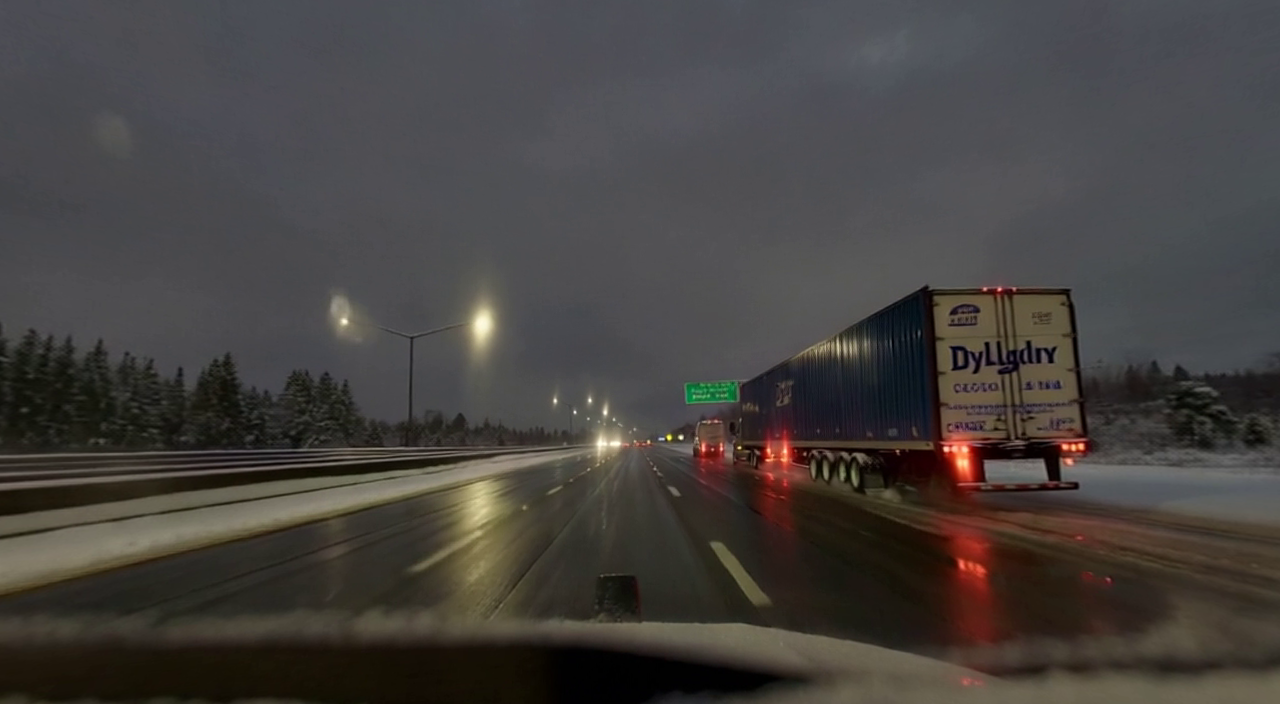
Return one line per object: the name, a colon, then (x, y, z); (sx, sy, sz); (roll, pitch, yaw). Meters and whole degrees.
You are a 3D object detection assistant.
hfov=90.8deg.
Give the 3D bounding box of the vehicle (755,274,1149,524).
vehicle: (6.330, 1.895, 18.075); (2.962, 3.947, 16.241); (0, -9, 0)
